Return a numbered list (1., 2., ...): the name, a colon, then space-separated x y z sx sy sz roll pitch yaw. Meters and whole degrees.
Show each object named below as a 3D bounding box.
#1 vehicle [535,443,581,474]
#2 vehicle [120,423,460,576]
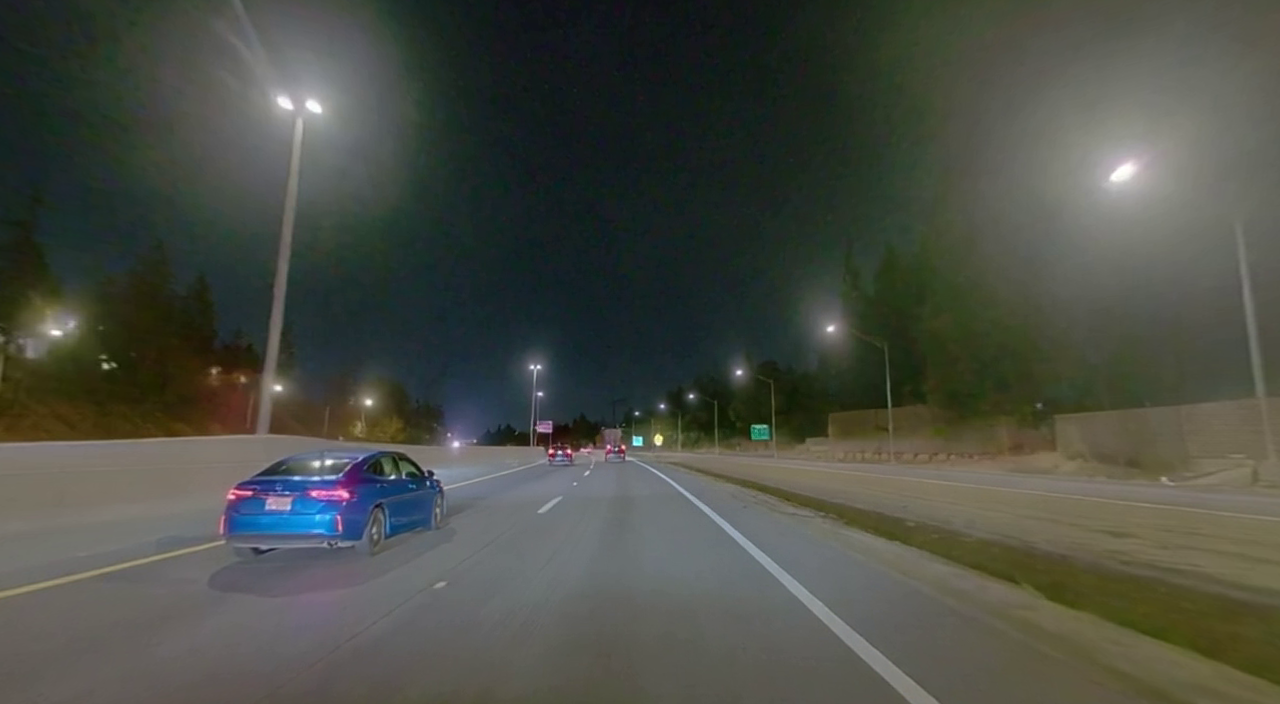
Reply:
1. vehicle: -4.130 5.420 32.333 1.965 1.459 4.145 1 -9 -2
2. vehicle: -4.180 1.840 8.693 2.012 1.510 4.672 0 -9 0
